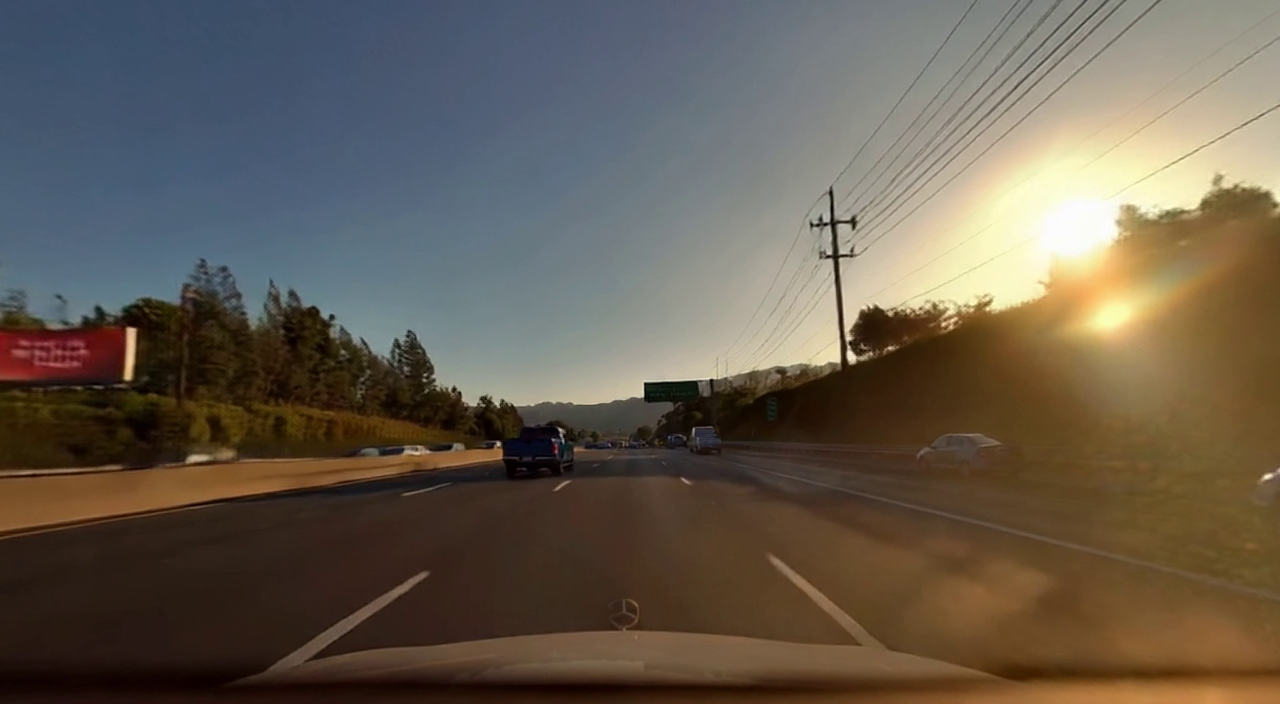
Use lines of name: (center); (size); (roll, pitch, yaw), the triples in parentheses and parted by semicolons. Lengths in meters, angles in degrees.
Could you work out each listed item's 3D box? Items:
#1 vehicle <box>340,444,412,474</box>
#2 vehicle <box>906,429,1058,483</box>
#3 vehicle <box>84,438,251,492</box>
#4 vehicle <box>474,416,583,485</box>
vehicle: (-13.919, 5.656, 33.483); (1.839, 1.482, 4.447); (0, -8, 1)
vehicle: (10.442, 3.213, 19.749); (2.076, 1.470, 4.644); (0, -8, -1)
vehicle: (-18.144, 4.326, 24.625); (2.278, 1.824, 5.389); (0, -8, 1)
vehicle: (-3.587, 3.378, 21.780); (2.508, 2.023, 6.176); (0, -8, 1)
